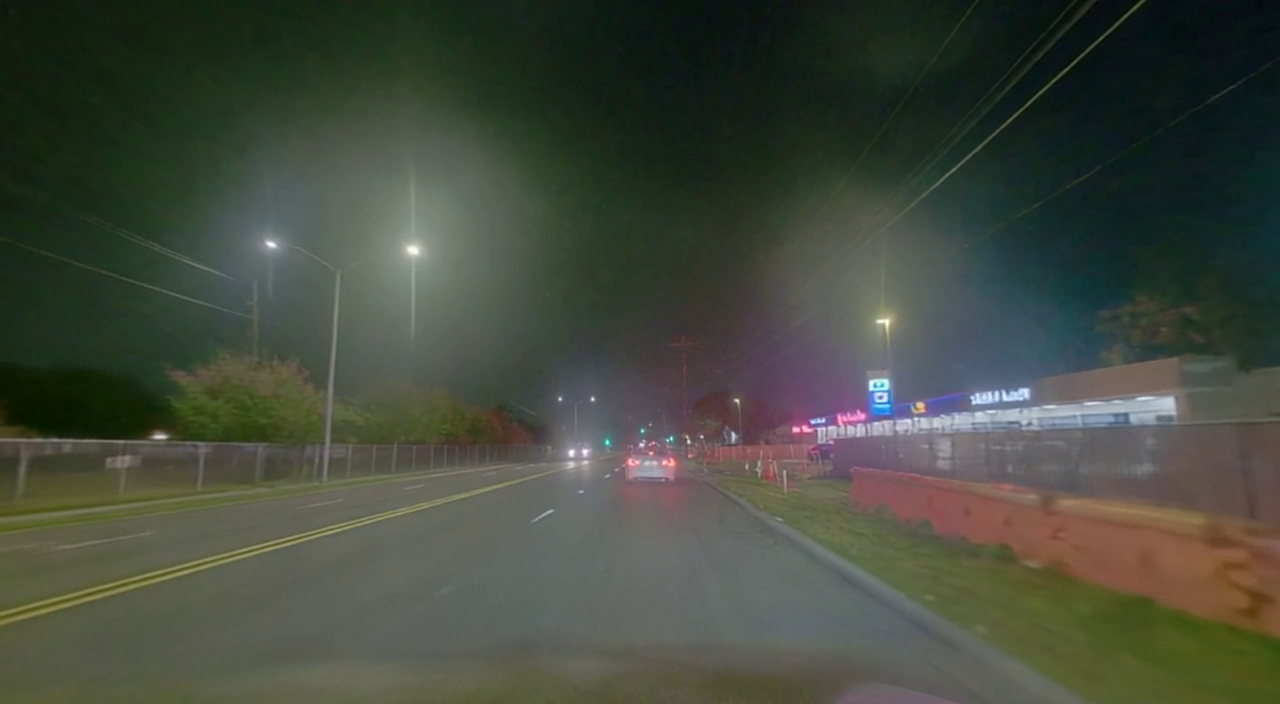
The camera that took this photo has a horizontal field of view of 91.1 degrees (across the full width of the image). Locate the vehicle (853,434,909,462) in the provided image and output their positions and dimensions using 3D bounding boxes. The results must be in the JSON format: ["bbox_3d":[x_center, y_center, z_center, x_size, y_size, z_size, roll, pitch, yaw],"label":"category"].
[{"bbox_3d":[16.430,6.572,43.042,2.101,1.825,4.700,0,-9,2],"label":"vehicle"}]

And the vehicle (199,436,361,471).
[{"bbox_3d":[-27.522,7.913,49.724,2.951,2.274,15.187,0,-8,5],"label":"vehicle"}]

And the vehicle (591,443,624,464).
[{"bbox_3d":[-2.496,7.942,49.246,2.208,1.520,4.358,0,-9,2],"label":"vehicle"}]

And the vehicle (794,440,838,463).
[{"bbox_3d":[12.155,6.919,43.588,1.970,1.501,4.514,0,-9,3],"label":"vehicle"}]

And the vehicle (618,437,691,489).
[{"bbox_3d":[0.401,3.564,20.557,2.144,1.514,4.063,0,-9,0],"label":"vehicle"}]

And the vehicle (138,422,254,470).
[{"bbox_3d":[-31.639,6.669,45.130,2.945,3.103,6.716,0,-7,5],"label":"vehicle"}]
